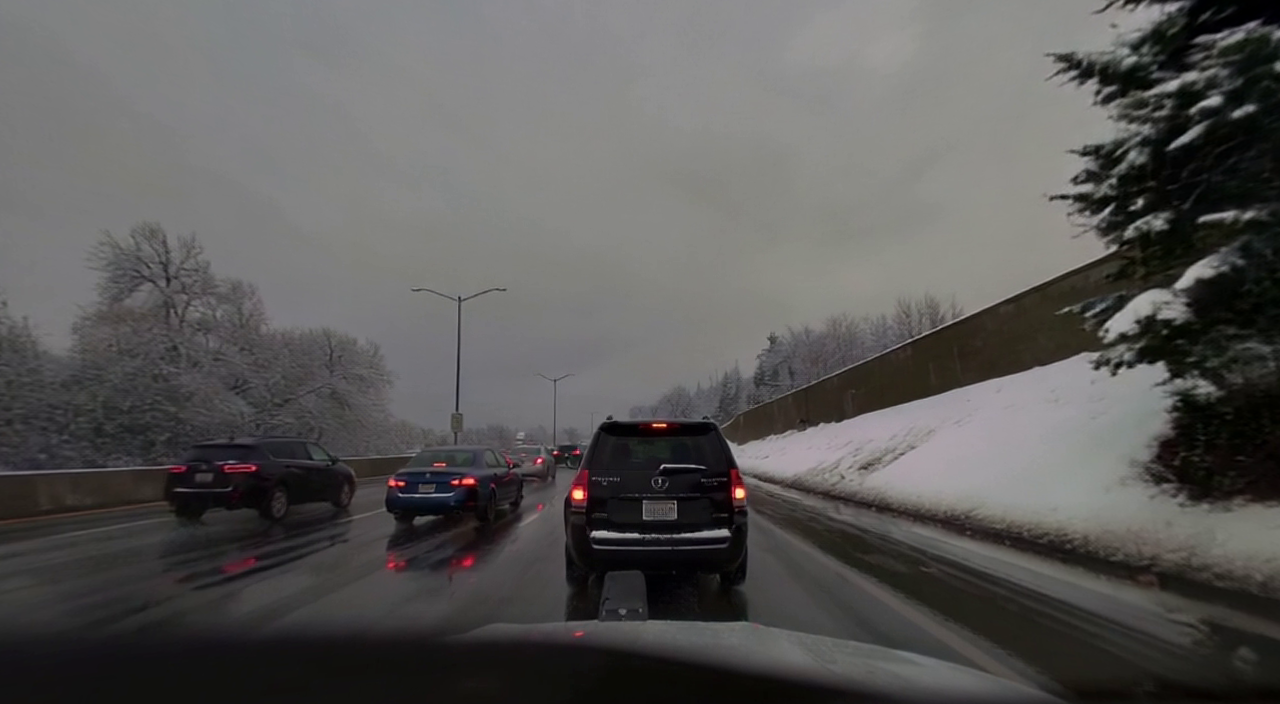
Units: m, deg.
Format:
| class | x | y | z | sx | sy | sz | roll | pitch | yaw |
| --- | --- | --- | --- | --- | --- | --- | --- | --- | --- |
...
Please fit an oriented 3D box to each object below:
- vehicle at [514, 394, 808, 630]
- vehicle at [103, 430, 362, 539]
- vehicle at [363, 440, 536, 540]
| class | x | y | z | sx | sy | sz | roll | pitch | yaw |
| --- | --- | --- | --- | --- | --- | --- | --- | --- | --- |
| vehicle | 0.115 | 1.609 | 7.483 | 2.210 | 1.760 | 5.303 | 0 | -9 | -1 |
| vehicle | -7.490 | 2.459 | 12.349 | 1.986 | 1.700 | 4.558 | 0 | -9 | 0 |
| vehicle | -3.234 | 2.418 | 11.653 | 1.917 | 1.506 | 3.949 | 0 | -9 | 1 |
